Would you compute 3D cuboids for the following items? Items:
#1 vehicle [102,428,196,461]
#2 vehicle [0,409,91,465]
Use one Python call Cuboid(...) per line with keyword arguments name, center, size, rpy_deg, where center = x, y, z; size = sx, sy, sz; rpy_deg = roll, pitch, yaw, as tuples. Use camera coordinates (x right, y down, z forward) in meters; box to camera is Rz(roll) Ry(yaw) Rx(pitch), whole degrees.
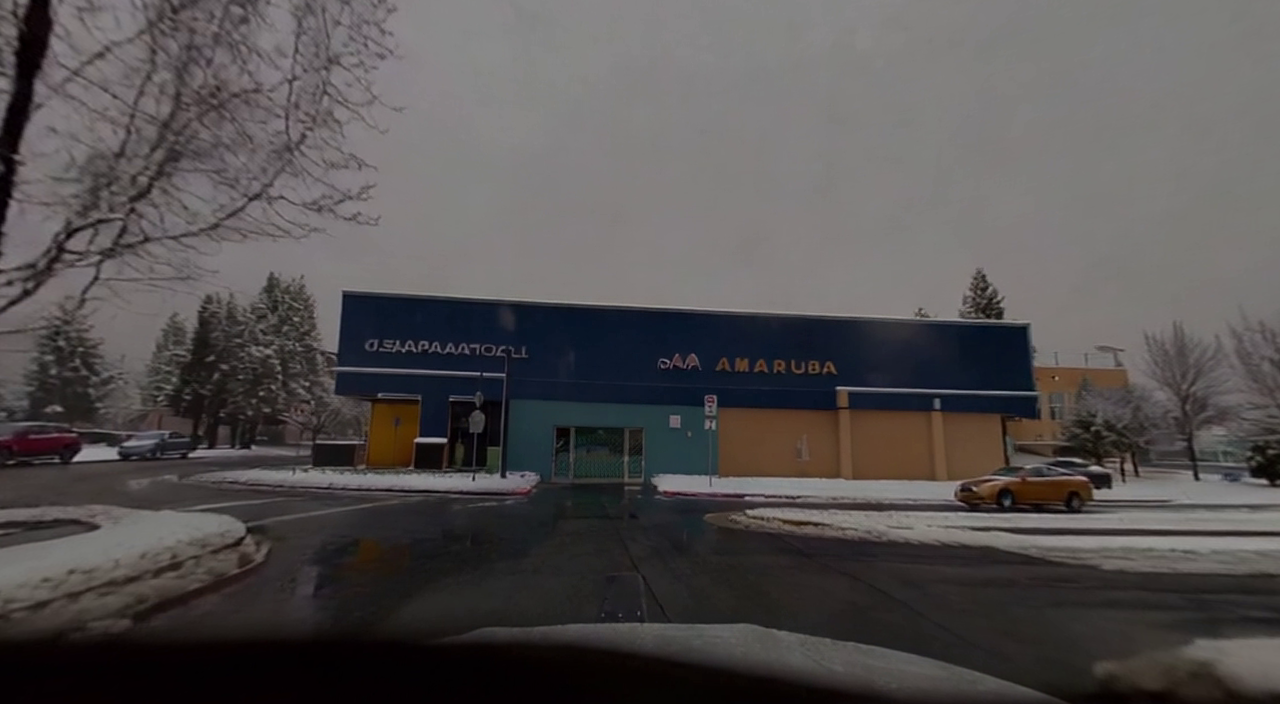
Cuboid(name="vehicle", center=(-25.648, 4.806, 33.042), size=(1.870, 1.563, 4.039), rpy_deg=(-2, -7, -3))
Cuboid(name="vehicle", center=(-22.251, 3.130, 22.561), size=(1.675, 1.587, 3.980), rpy_deg=(-3, -12, -4))
